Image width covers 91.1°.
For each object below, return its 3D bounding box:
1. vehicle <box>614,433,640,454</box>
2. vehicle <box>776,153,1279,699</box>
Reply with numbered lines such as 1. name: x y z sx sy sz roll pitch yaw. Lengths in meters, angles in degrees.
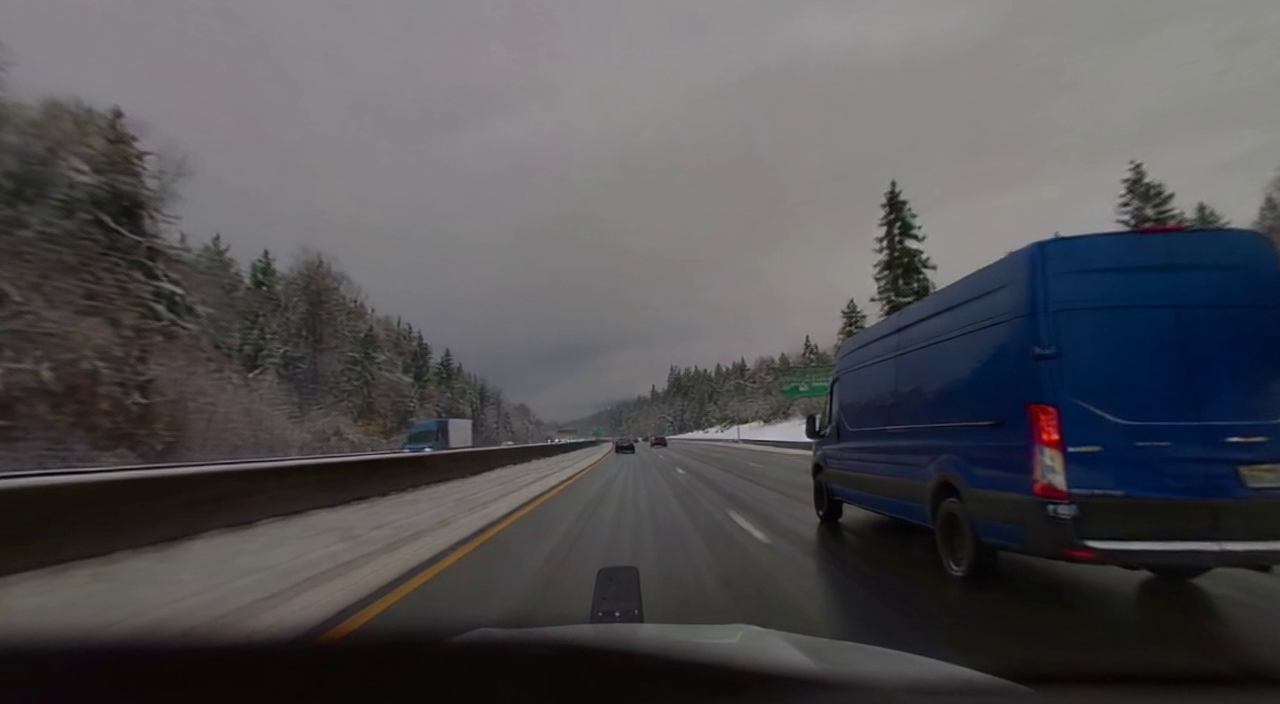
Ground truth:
1. vehicle: -0.992 6.986 48.297 1.900 1.524 4.324 0 -8 -1
2. vehicle: 3.543 0.763 6.623 2.416 2.595 7.243 0 -8 -1
